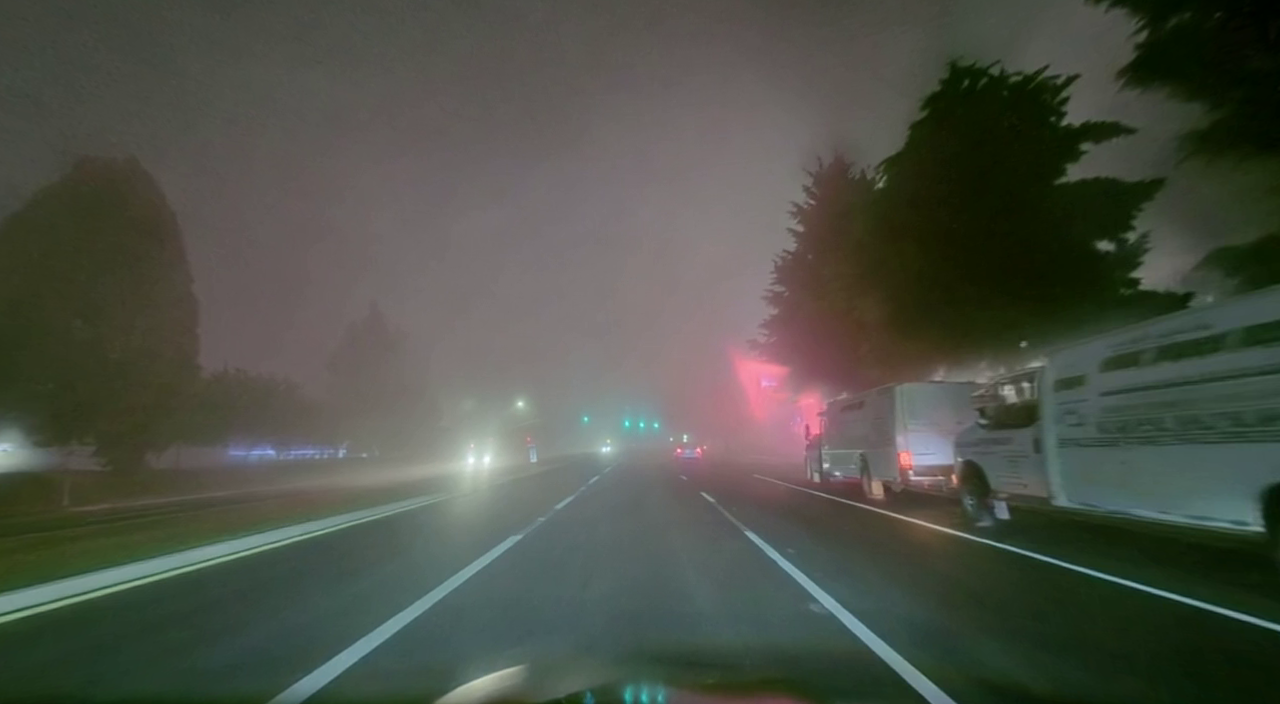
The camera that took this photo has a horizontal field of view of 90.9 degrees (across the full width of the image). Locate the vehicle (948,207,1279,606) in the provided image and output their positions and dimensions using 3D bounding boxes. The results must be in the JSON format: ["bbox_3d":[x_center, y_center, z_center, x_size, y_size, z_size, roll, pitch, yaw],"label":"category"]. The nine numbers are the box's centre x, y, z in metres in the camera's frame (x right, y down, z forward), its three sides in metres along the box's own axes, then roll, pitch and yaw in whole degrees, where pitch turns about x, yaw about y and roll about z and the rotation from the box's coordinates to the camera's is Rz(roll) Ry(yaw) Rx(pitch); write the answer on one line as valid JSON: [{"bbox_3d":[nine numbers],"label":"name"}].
[{"bbox_3d":[6.777,0.608,6.352,2.974,3.265,8.394,0,-8,0],"label":"vehicle"}]

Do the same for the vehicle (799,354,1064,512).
[{"bbox_3d":[6.882,2.226,16.881,3.013,3.152,8.476,0,-8,0],"label":"vehicle"}]

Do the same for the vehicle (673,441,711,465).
[{"bbox_3d":[3.250,6.415,40.220,2.057,1.470,4.454,0,-8,0],"label":"vehicle"}]
